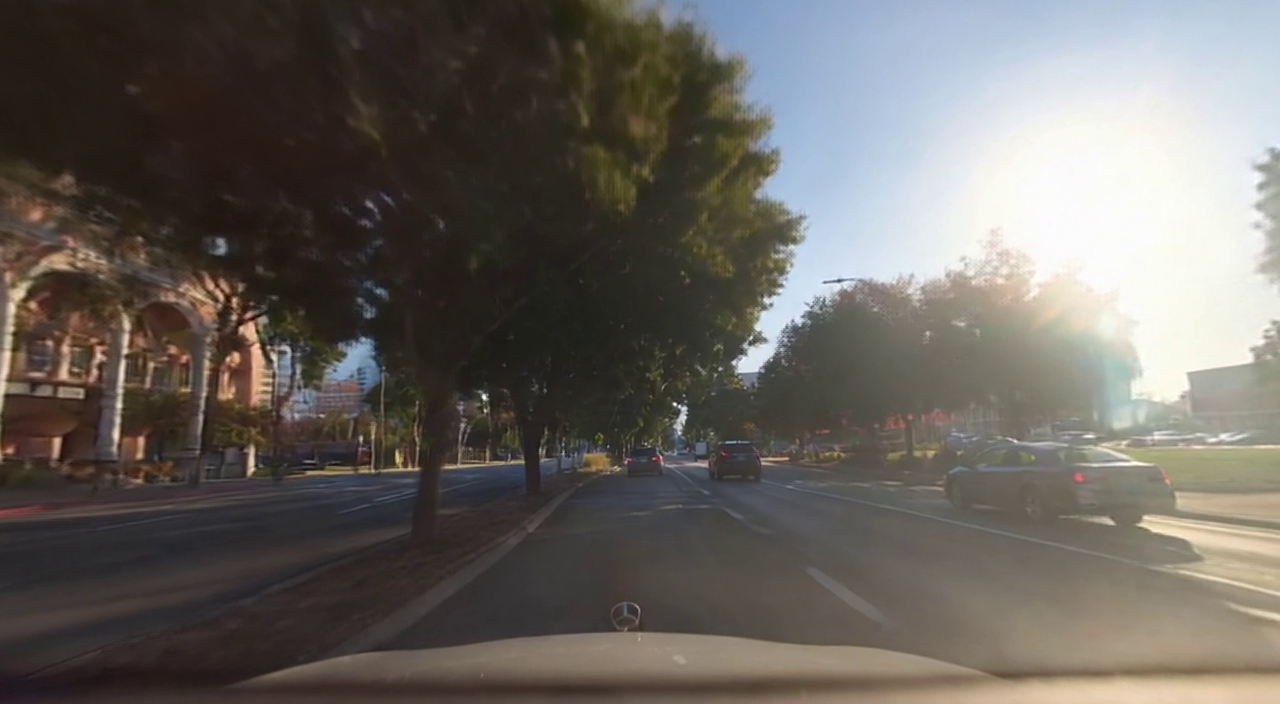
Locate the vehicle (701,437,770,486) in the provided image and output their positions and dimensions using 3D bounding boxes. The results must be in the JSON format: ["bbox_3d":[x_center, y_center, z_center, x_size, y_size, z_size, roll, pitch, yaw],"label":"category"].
[{"bbox_3d":[3.753,4.392,25.631,2.036,1.757,4.300,0,-9,-1],"label":"vehicle"}]

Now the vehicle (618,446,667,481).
[{"bbox_3d":[0.117,4.992,28.486,2.054,1.446,3.969,-1,-9,0],"label":"vehicle"}]

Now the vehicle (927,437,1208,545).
[{"bbox_3d":[6.938,2.267,10.983,1.868,1.472,4.274,0,-9,0],"label":"vehicle"}]
